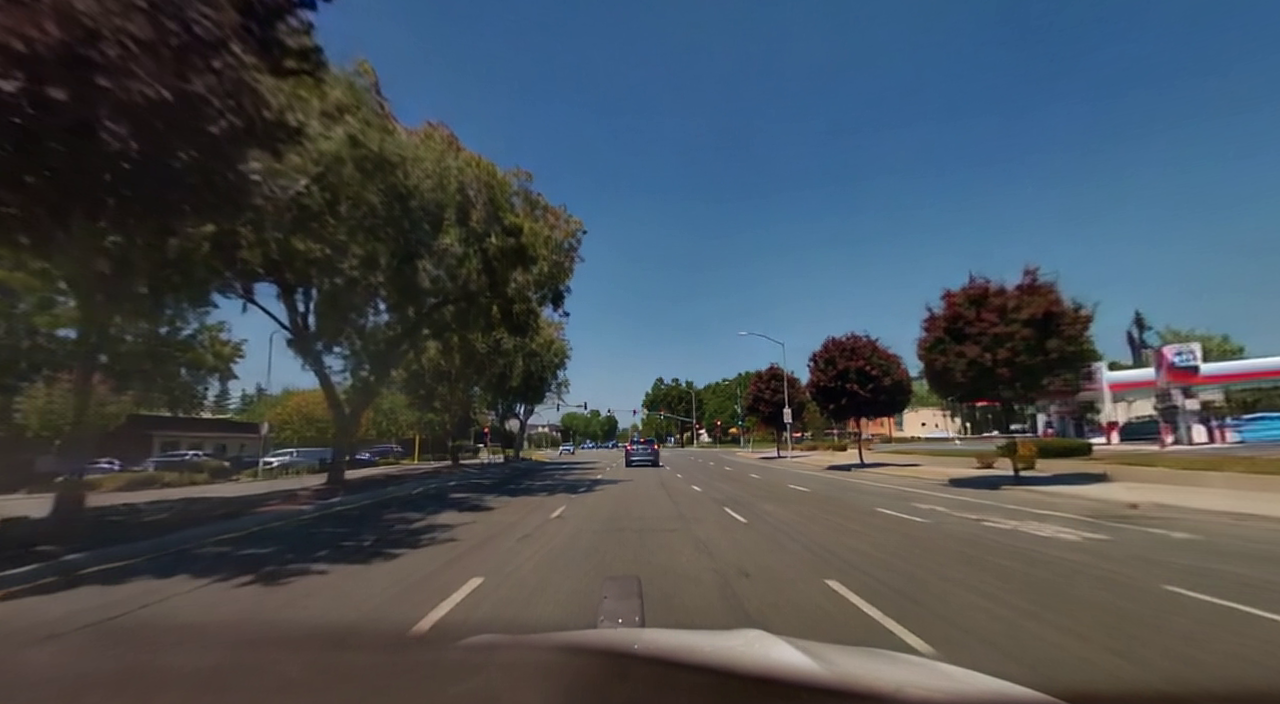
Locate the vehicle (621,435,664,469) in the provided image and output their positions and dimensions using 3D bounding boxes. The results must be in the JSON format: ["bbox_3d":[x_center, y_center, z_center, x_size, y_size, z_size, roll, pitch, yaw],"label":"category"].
[{"bbox_3d":[0.114,5.406,34.150,2.213,1.715,4.242,0,-9,-1],"label":"vehicle"}]

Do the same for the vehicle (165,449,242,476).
[{"bbox_3d":[-28.646,7.197,41.287,4.749,1.666,1.859,-4,-10,25],"label":"vehicle"}]

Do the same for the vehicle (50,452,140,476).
[{"bbox_3d":[-38.264,7.868,44.316,4.469,1.557,1.959,6,-11,-34],"label":"vehicle"}]
